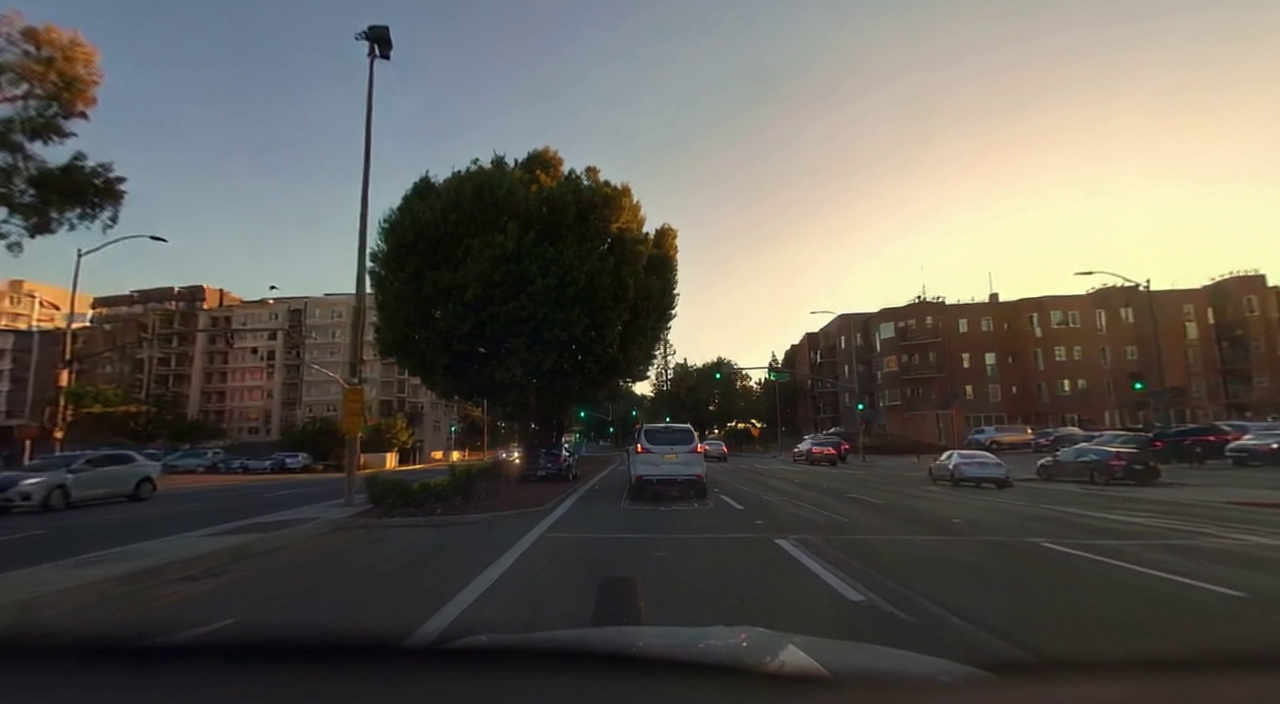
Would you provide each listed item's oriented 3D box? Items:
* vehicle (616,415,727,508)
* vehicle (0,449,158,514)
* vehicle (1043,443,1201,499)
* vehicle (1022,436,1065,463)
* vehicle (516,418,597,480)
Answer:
[{"bbox_3d":[0.590,2.503,14.725,2.222,1.841,4.031,0,-8,-1],"label":"vehicle"},{"bbox_3d":[-15.465,3.352,16.887,1.993,1.462,4.586,1,-8,-9],"label":"vehicle"},{"bbox_3d":[14.107,3.470,18.769,1.706,1.474,3.761,0,-8,0],"label":"vehicle"},{"bbox_3d":[23.270,5.633,36.492,1.693,1.480,3.653,-5,-9,27],"label":"vehicle"},{"bbox_3d":[-3.047,3.727,24.340,2.396,2.143,4.824,0,-8,1],"label":"vehicle"}]
